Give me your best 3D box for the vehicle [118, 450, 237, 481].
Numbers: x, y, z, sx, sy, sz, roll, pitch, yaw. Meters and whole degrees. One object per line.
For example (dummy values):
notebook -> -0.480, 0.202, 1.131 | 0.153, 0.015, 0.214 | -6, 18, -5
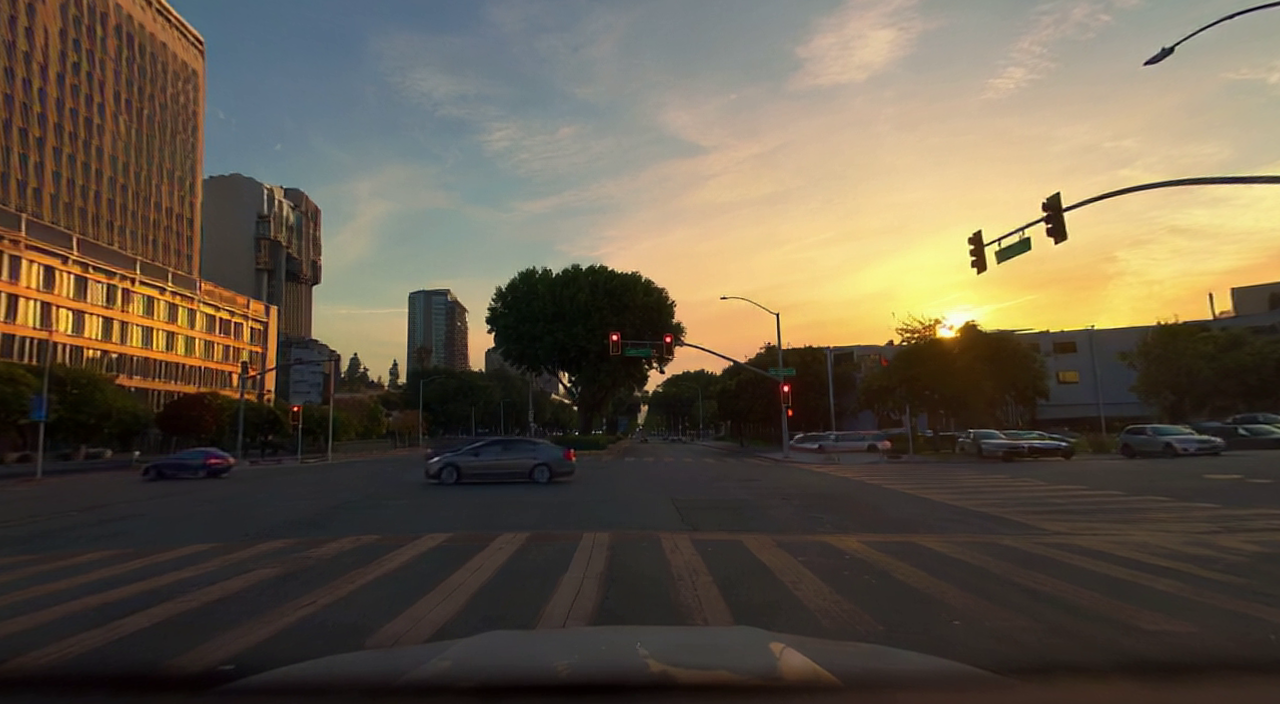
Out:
vehicle -> -21.029, 5.178, 28.851 | 4.046, 1.306, 1.719 | 0, -8, 0

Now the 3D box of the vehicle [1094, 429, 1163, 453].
vehicle -> 33.227, 6.095, 43.114 | 2.090, 1.494, 4.321 | -3, -9, 14

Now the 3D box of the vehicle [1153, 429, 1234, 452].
vehicle -> 36.550, 5.876, 41.856 | 1.726, 1.429, 4.163 | -1, -8, 2

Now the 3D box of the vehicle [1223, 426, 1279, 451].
vehicle -> 42.238, 5.737, 41.947 | 2.037, 1.614, 5.175 | 0, -8, 0

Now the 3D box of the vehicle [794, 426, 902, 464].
vehicle -> 9.992, 4.488, 30.421 | 4.571, 1.698, 1.977 | -5, -10, 28

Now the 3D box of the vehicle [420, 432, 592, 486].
vehicle -> -4.072, 3.236, 19.426 | 4.916, 1.504, 1.846 | 2, -9, -15
